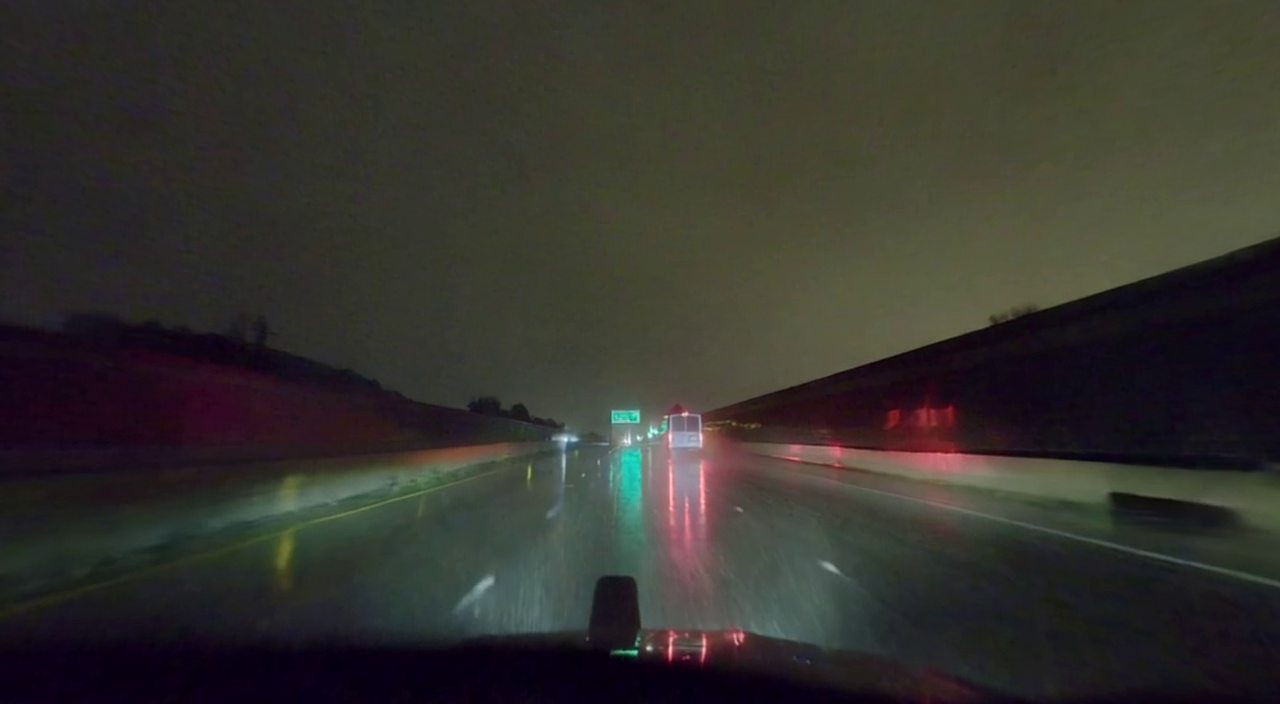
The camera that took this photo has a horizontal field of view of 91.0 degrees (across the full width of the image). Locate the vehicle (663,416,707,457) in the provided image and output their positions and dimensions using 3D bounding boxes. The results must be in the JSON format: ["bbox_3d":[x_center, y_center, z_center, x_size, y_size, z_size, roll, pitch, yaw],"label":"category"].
[{"bbox_3d":[3.140,6.154,45.703,2.431,2.667,6.921,0,-8,-2],"label":"vehicle"}]
